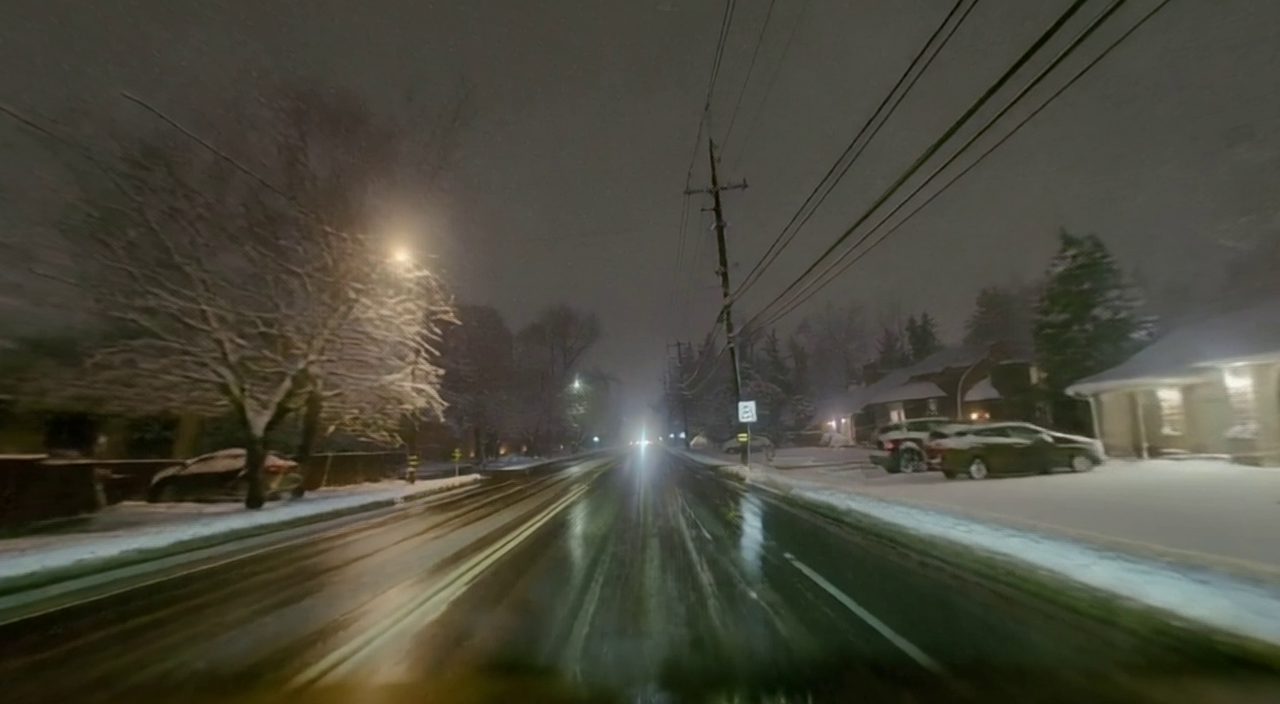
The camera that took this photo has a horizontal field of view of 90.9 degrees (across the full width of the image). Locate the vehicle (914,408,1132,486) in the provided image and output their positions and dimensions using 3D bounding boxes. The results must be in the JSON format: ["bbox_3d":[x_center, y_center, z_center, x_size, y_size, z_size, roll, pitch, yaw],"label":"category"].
[{"bbox_3d":[10.411,2.615,17.442,4.626,1.731,2.007,-3,-8,-1],"label":"vehicle"}]

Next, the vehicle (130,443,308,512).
[{"bbox_3d":[-13.053,3.873,20.042,2.053,1.906,4.889,-1,-9,3],"label":"vehicle"}]

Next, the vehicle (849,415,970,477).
[{"bbox_3d":[9.590,3.261,22.185,2.087,1.903,5.134,-8,-11,44],"label":"vehicle"}]
